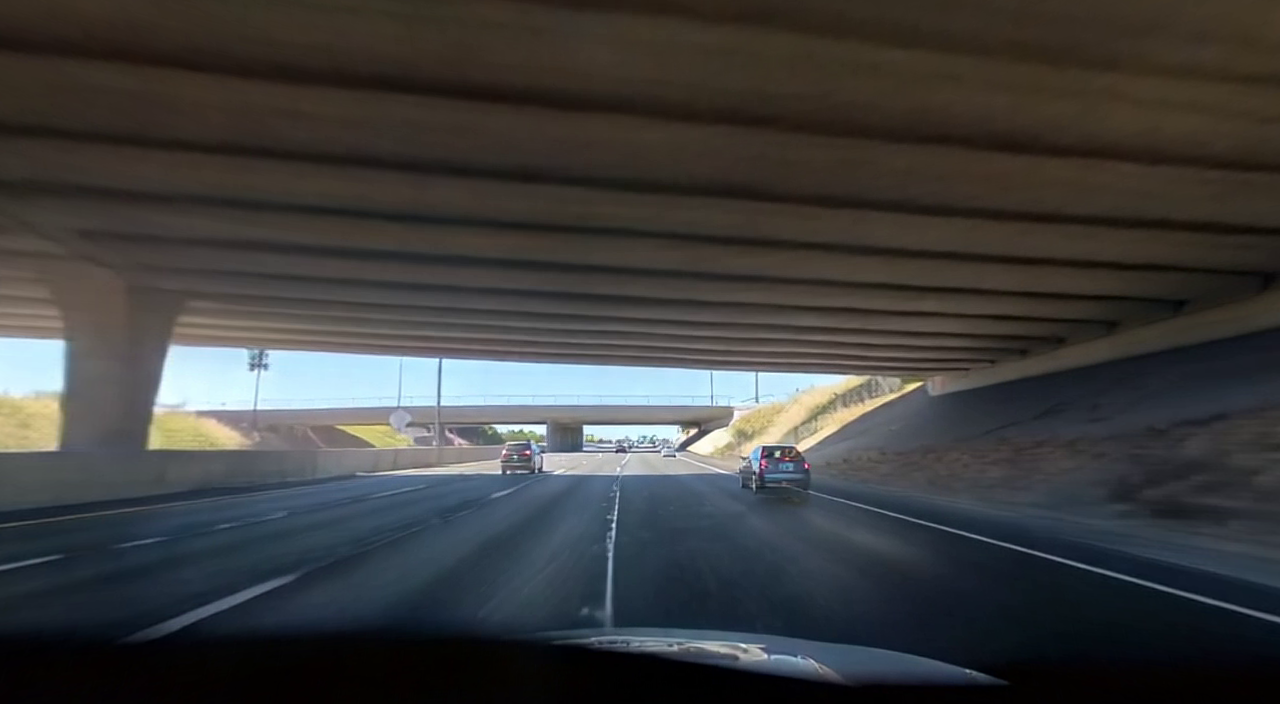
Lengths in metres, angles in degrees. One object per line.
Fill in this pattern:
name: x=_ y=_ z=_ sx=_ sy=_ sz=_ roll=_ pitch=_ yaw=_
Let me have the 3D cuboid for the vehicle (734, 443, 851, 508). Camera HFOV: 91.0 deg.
vehicle: x=3.966 y=3.287 z=17.234 sx=2.079 sy=1.535 sz=4.316 roll=0 pitch=-9 yaw=-1

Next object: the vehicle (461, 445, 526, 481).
vehicle: x=-6.764 y=5.161 z=29.612 sx=2.072 sy=1.545 sz=4.687 roll=0 pitch=-9 yaw=-2

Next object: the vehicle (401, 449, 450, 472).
vehicle: x=-14.937 y=7.587 z=44.176 sx=1.919 sy=1.497 sz=4.765 roll=0 pitch=-9 yaw=-2

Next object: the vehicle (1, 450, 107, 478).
vehicle: x=-38.513 y=7.354 z=41.608 sx=1.976 sy=1.712 sz=5.338 roll=0 pitch=-9 yaw=-2
